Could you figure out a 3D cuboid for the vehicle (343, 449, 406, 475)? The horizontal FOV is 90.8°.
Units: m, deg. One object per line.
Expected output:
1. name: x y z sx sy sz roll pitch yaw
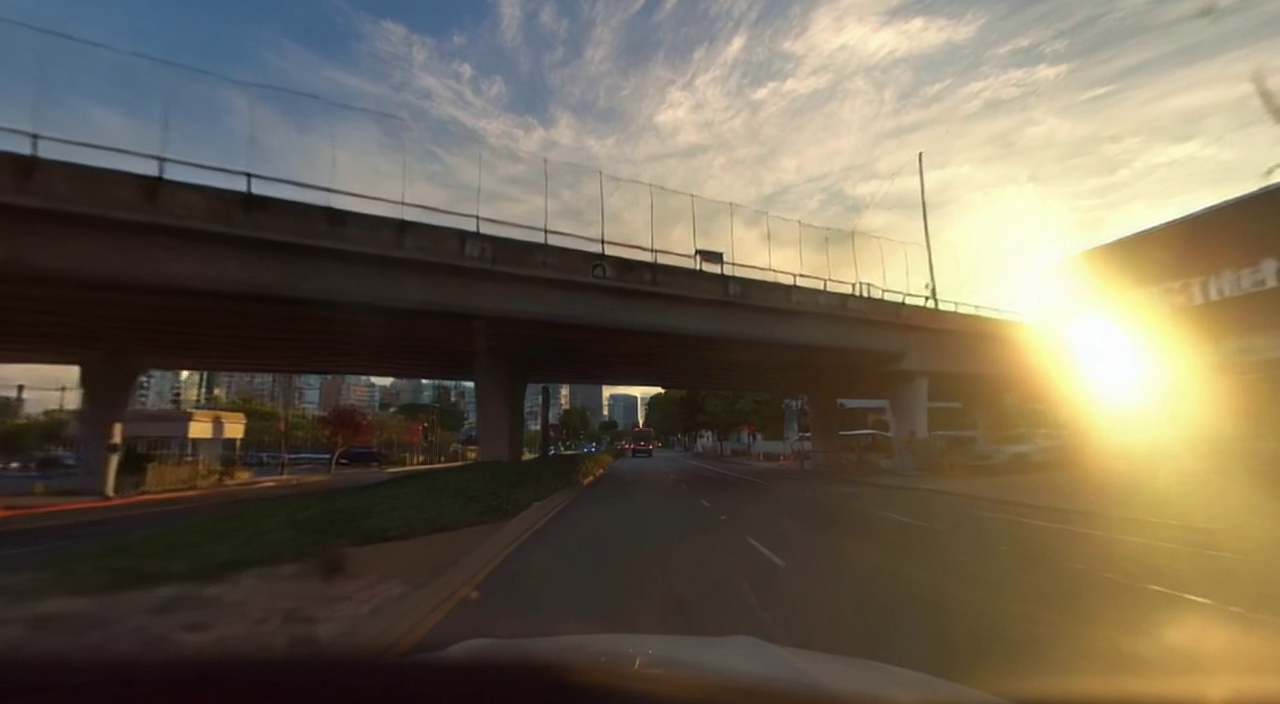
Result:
1. vehicle: -19.275 7.885 45.631 2.613 1.746 6.093 6 -11 -37
